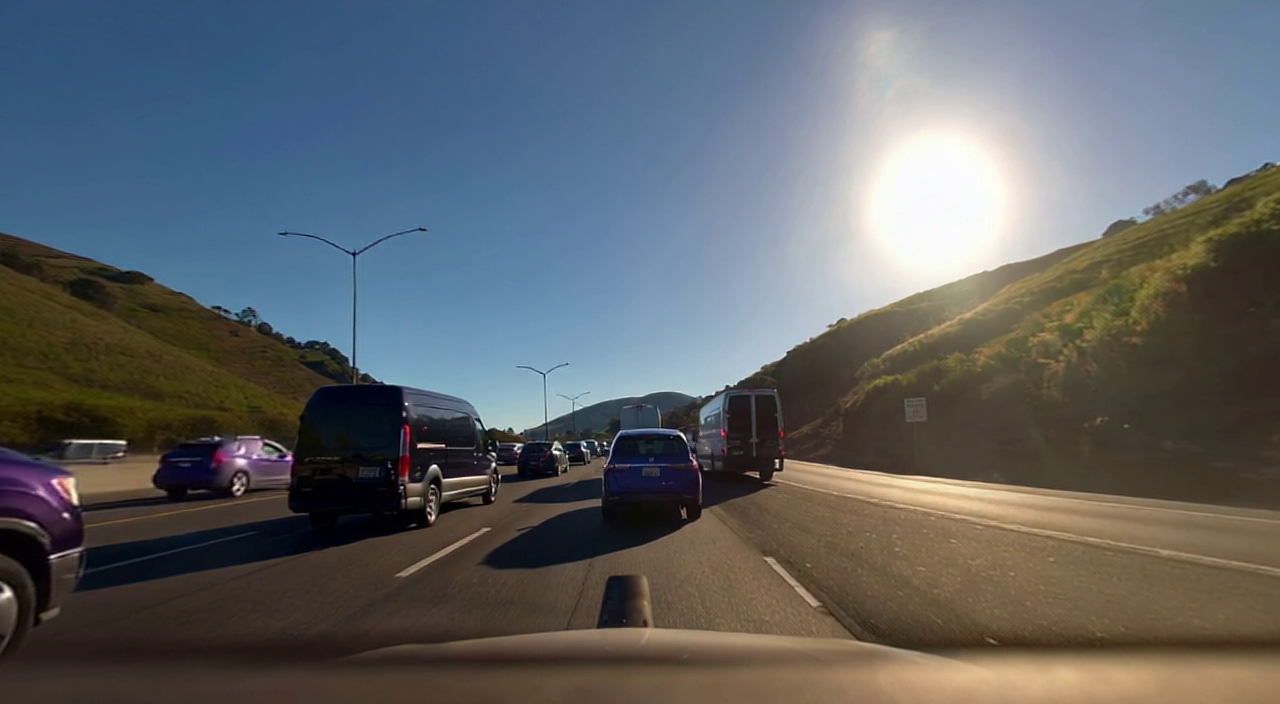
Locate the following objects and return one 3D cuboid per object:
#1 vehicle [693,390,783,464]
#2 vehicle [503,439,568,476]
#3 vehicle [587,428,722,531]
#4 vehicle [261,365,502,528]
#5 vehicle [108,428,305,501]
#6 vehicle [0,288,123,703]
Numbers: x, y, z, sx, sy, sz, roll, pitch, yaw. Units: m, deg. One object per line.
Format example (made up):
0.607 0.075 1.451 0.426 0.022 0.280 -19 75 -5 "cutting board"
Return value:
6.433 5.599 45.261 2.989 4.277 16.586 0 -8 -3 "vehicle"
-4.469 4.578 27.608 2.007 1.457 4.447 -1 -8 1 "vehicle"
0.169 2.191 11.398 2.003 1.499 3.930 0 -8 -1 "vehicle"
-4.652 1.887 12.732 2.300 2.522 5.701 -1 -8 1 "vehicle"
-11.810 3.094 17.766 2.027 1.750 4.885 0 -8 1 "vehicle"
-4.258 0.435 1.009 2.195 2.086 5.445 0 -8 0 "vehicle"
